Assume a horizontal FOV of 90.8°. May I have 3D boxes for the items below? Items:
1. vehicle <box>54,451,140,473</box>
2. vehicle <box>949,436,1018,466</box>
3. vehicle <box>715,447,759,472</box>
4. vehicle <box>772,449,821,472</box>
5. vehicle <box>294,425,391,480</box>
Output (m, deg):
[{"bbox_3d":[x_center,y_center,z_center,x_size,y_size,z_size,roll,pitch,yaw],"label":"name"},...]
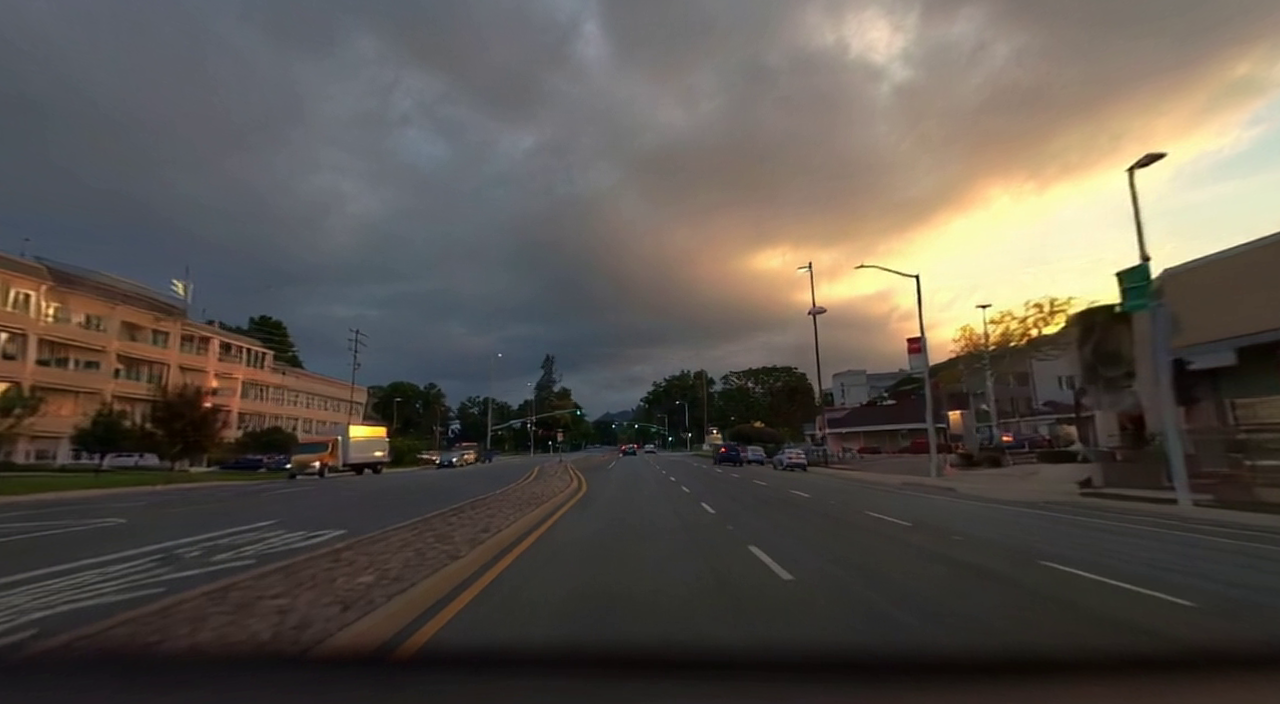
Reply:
[{"bbox_3d":[-37.605,7.608,43.916,1.823,1.460,4.658,0,-9,0],"label":"vehicle"},{"bbox_3d":[19.813,5.720,36.624,1.815,1.643,3.746,0,-9,-1],"label":"vehicle"},{"bbox_3d":[5.968,6.681,39.388,1.916,1.437,4.327,0,-9,-2],"label":"vehicle"},{"bbox_3d":[10.260,7.124,41.656,1.902,1.427,4.458,0,-9,-3],"label":"vehicle"},{"bbox_3d":[-19.341,6.608,41.659,2.886,3.299,6.838,0,-9,1],"label":"vehicle"}]
